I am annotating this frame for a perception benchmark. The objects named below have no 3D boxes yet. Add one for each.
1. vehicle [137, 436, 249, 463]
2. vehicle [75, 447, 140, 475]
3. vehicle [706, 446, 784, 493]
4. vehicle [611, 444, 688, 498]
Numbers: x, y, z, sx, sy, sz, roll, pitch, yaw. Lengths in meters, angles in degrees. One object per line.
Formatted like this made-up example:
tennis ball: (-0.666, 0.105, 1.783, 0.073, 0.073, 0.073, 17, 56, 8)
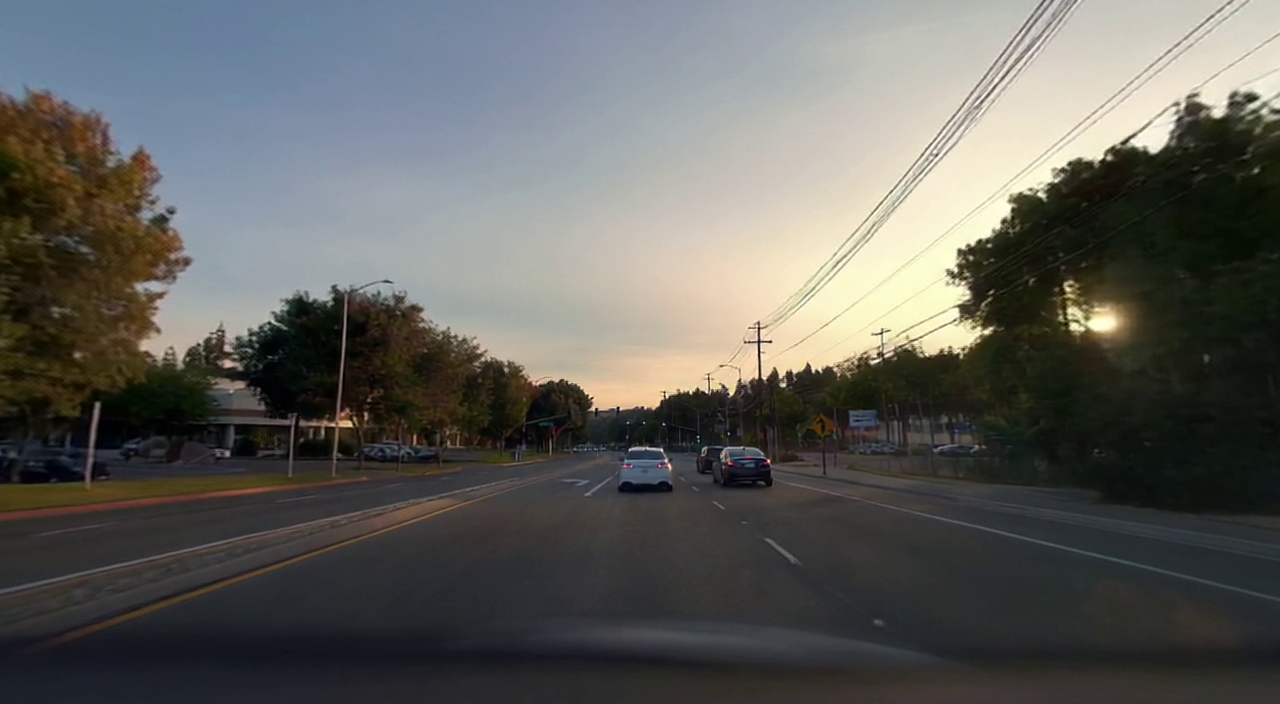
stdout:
vehicle: (-34.360, 7.501, 48.557, 6.282, 2.011, 3.033, 0, -8, -3)
vehicle: (-30.044, 6.135, 35.620, 1.939, 1.459, 3.953, 5, -10, -28)
vehicle: (3.539, 4.030, 22.020, 1.985, 1.489, 4.036, 0, -8, 0)
vehicle: (0.234, 3.611, 19.571, 2.144, 1.473, 4.028, 0, -8, -1)
